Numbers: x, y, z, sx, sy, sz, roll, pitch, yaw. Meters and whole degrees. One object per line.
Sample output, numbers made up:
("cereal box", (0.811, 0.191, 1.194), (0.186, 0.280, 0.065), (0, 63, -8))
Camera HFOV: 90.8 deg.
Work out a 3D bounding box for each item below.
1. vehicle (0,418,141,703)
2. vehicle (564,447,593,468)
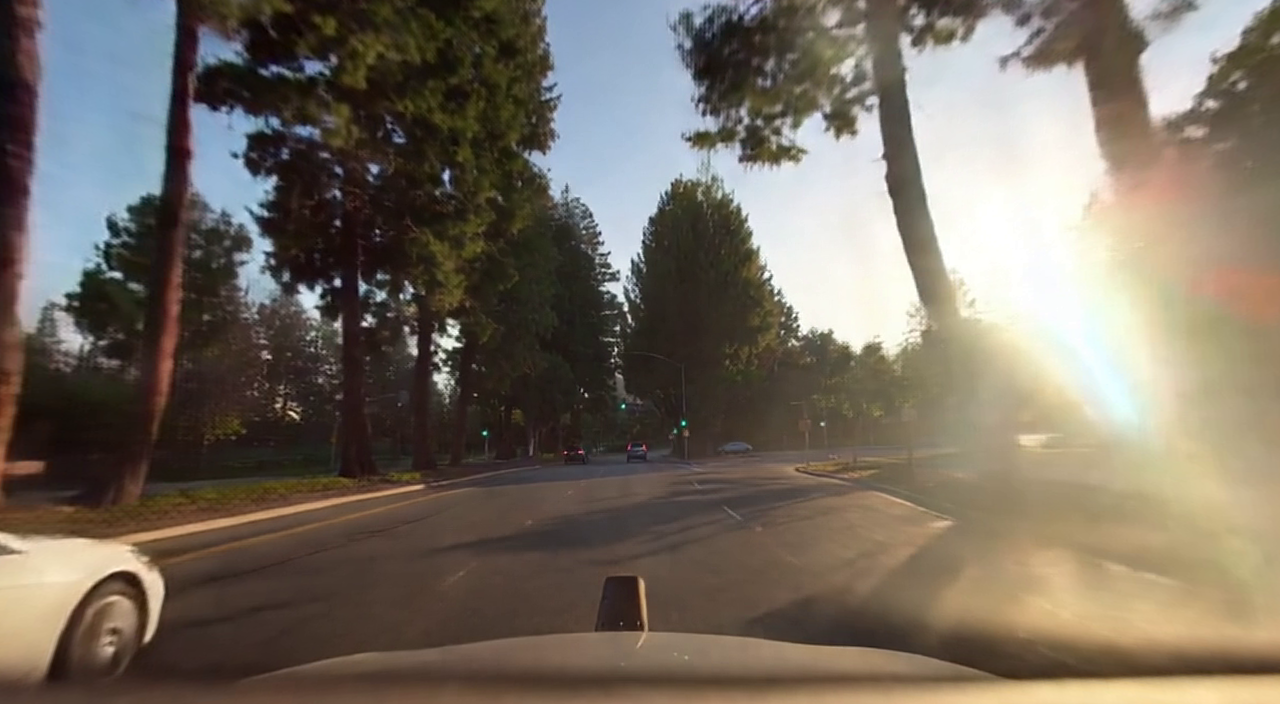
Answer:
("vehicle", (-3.723, 0.795, 1.170), (1.968, 1.459, 4.433), (0, -8, 0))
("vehicle", (-4.456, 7.650, 46.088), (1.674, 1.408, 4.141), (0, -8, 1))
